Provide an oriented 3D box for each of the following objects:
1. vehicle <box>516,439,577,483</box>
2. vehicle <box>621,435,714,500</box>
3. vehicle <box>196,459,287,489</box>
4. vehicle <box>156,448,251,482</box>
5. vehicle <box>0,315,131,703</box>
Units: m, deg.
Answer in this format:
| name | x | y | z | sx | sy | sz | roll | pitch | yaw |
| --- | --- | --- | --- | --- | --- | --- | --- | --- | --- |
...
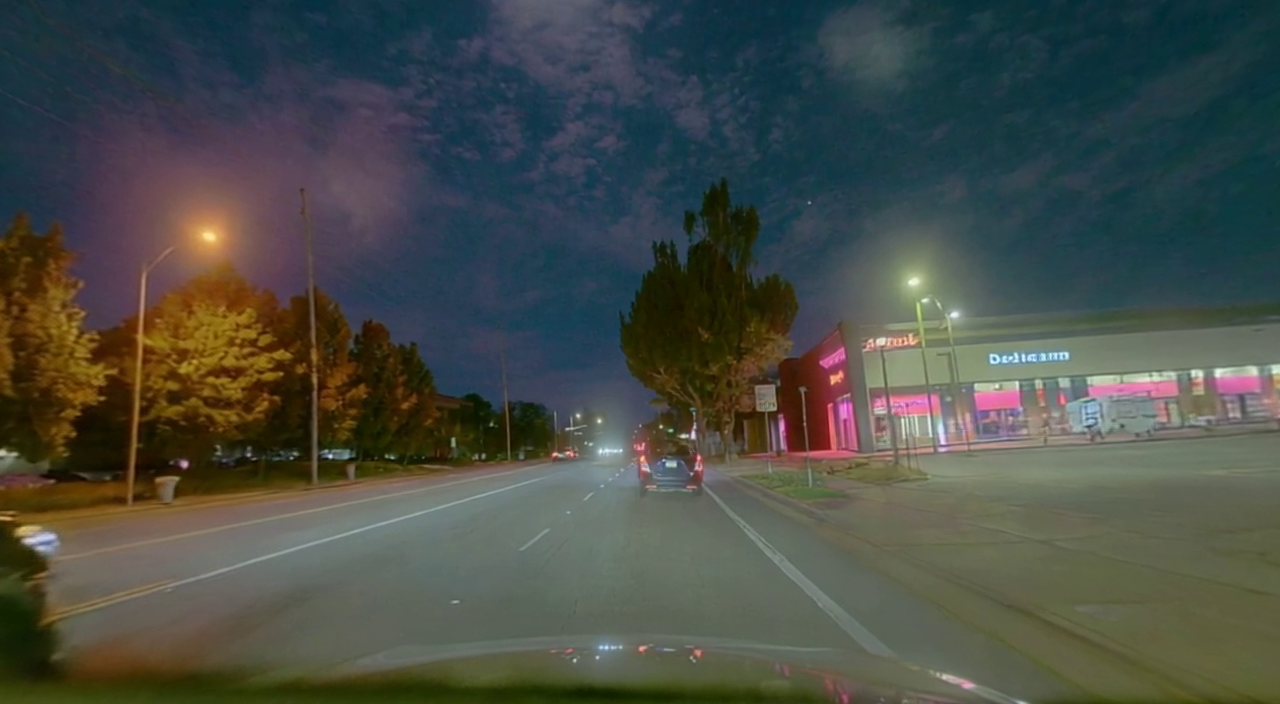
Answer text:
| name | x | y | z | sx | sy | sz | roll | pitch | yaw |
| --- | --- | --- | --- | --- | --- | --- | --- | --- | --- |
| vehicle | -3.819 | 4.531 | 26.482 | 1.862 | 1.694 | 4.315 | 0 | -8 | 1 |
| vehicle | 0.650 | 3.244 | 18.132 | 2.108 | 1.612 | 4.246 | 1 | -8 | -5 |
| vehicle | -22.625 | 6.903 | 36.036 | 1.862 | 1.468 | 4.708 | -1 | -8 | 5 |
| vehicle | -28.657 | 7.399 | 41.448 | 4.703 | 2.084 | 2.143 | -1 | -8 | 5 |
| vehicle | -3.598 | 0.493 | 0.428 | 2.064 | 1.859 | 5.154 | 0 | -8 | 2 |
